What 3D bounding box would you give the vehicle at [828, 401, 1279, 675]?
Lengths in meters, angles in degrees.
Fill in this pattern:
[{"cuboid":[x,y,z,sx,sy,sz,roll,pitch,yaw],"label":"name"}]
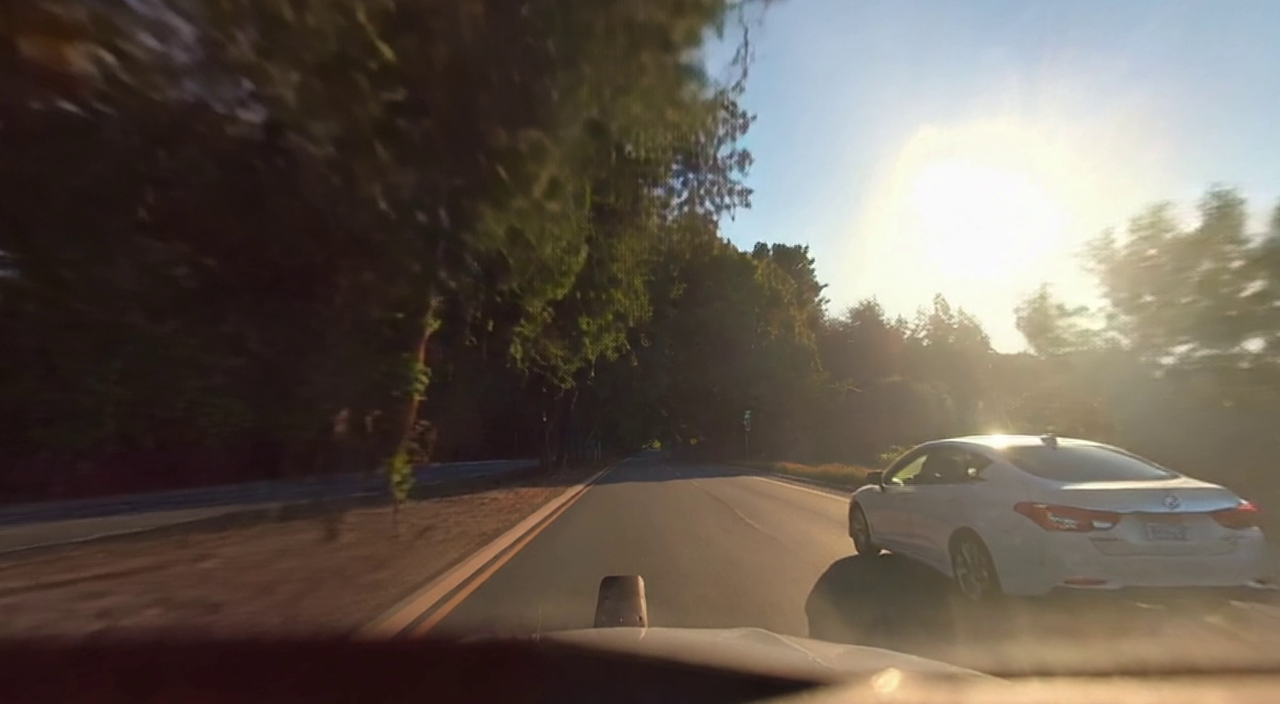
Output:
[{"cuboid":[3.537,1.432,6.057,2.060,1.584,4.592,0,-9,0],"label":"vehicle"}]
